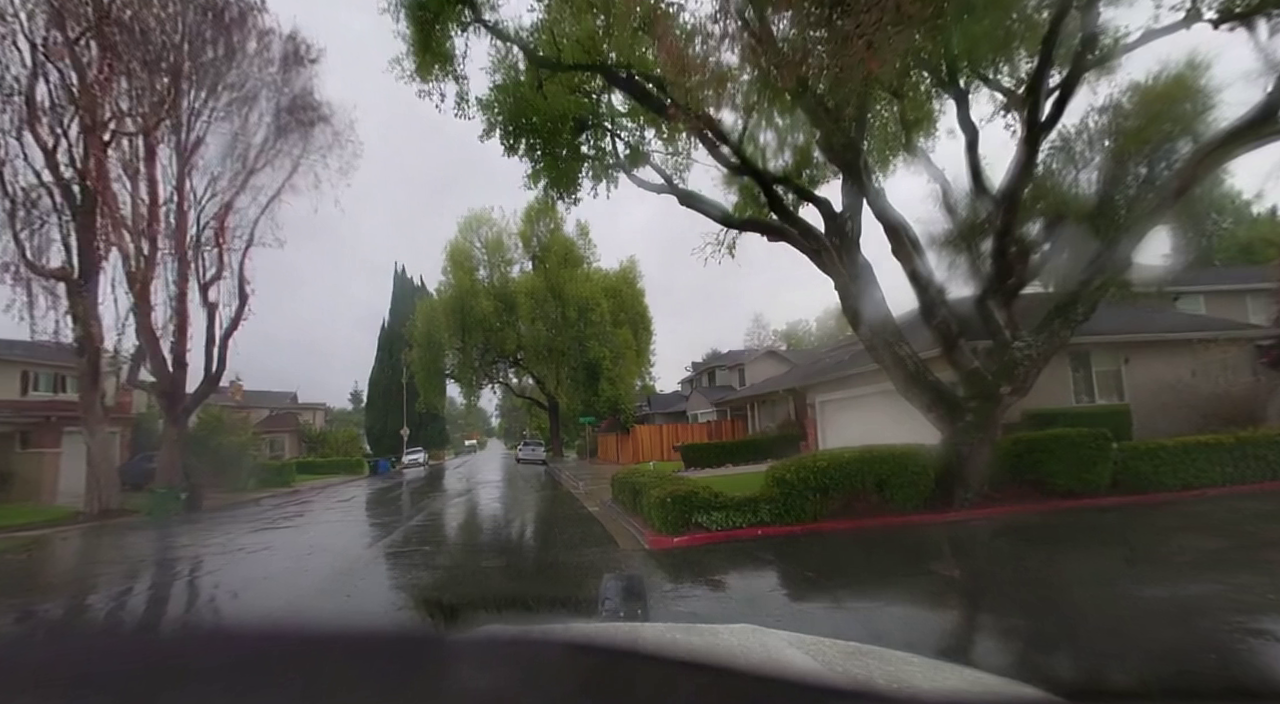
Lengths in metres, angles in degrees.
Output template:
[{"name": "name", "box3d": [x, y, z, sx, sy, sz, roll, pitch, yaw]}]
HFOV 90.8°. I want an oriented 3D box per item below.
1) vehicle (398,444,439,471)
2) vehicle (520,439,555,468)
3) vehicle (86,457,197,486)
[{"name": "vehicle", "box3d": [-16.794, 7.988, 48.073, 2.208, 1.834, 4.675, -3, -8, -11]}, {"name": "vehicle", "box3d": [-6.550, 6.398, 39.967, 2.005, 1.553, 3.984, -3, -8, -12]}, {"name": "vehicle", "box3d": [-27.648, 6.608, 35.163, 4.404, 1.495, 1.844, 1, -9, -9]}]
